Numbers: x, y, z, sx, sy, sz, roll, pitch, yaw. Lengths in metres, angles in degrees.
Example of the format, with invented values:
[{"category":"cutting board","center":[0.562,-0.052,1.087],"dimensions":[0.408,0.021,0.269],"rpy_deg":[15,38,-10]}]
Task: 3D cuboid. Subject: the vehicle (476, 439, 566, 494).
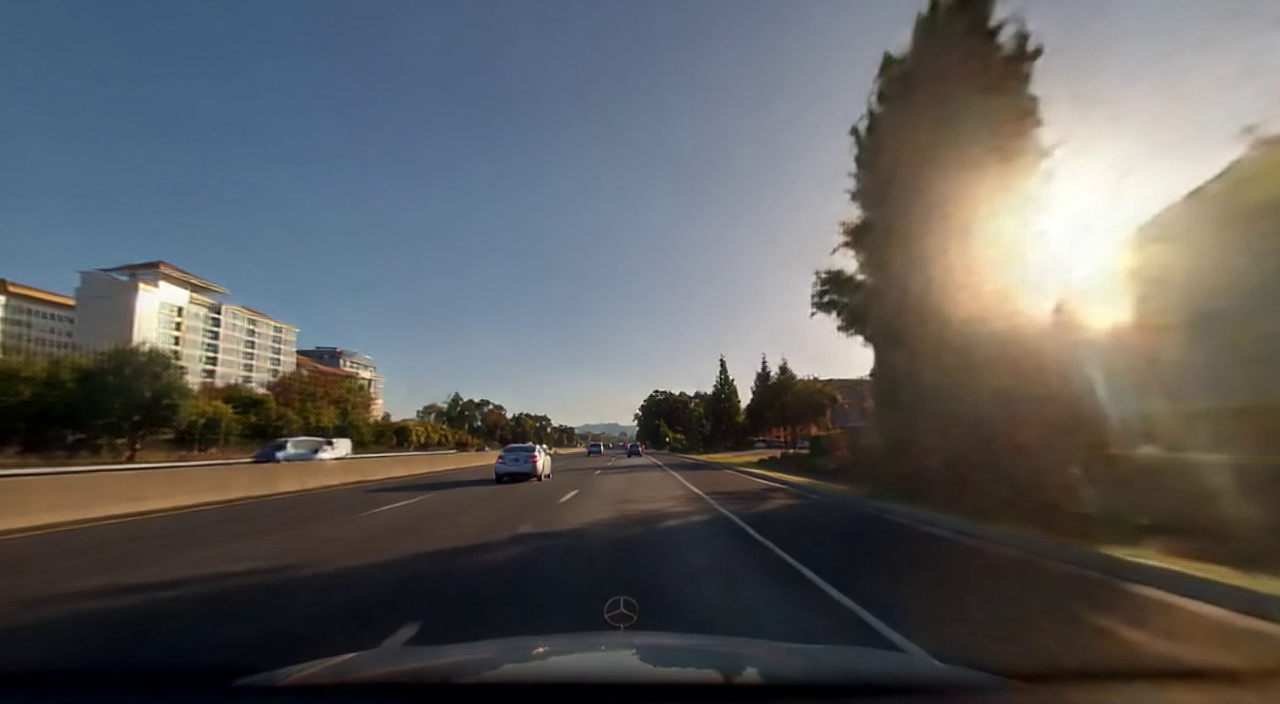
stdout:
[{"category":"vehicle","center":[-3.435,3.390,19.091],"dimensions":[1.920,1.463,4.134],"rpy_deg":[0,-9,0]}]
